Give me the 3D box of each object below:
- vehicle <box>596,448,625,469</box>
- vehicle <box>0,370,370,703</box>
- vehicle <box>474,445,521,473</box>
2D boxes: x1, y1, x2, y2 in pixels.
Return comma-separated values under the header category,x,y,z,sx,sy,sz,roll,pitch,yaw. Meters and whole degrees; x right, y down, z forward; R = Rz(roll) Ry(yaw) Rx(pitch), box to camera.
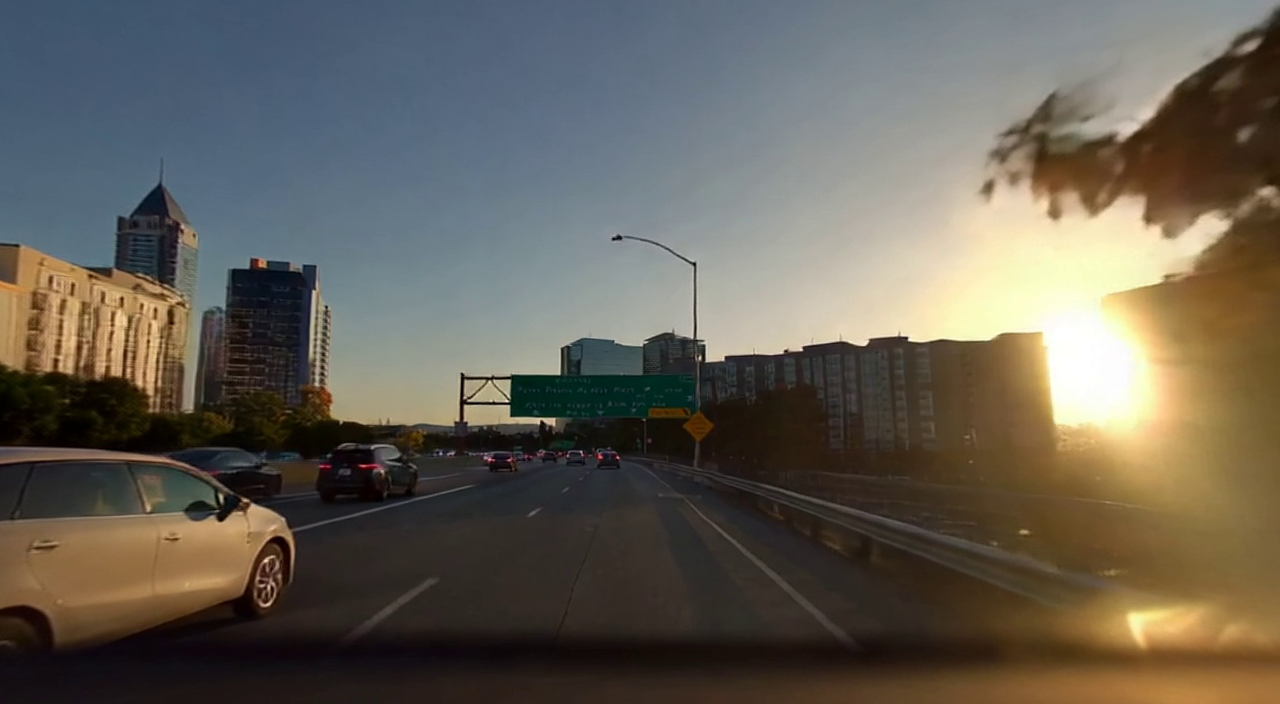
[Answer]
category,x,y,z,sx,sy,sz,roll,pitch,yaw
vehicle,-2.229,7.999,47.419,2.110,1.501,4.319,0,-9,-3
vehicle,-3.762,1.147,4.006,2.036,1.717,4.592,0,-9,0
vehicle,-9.085,6.827,40.495,2.065,1.689,4.399,0,-9,-2
